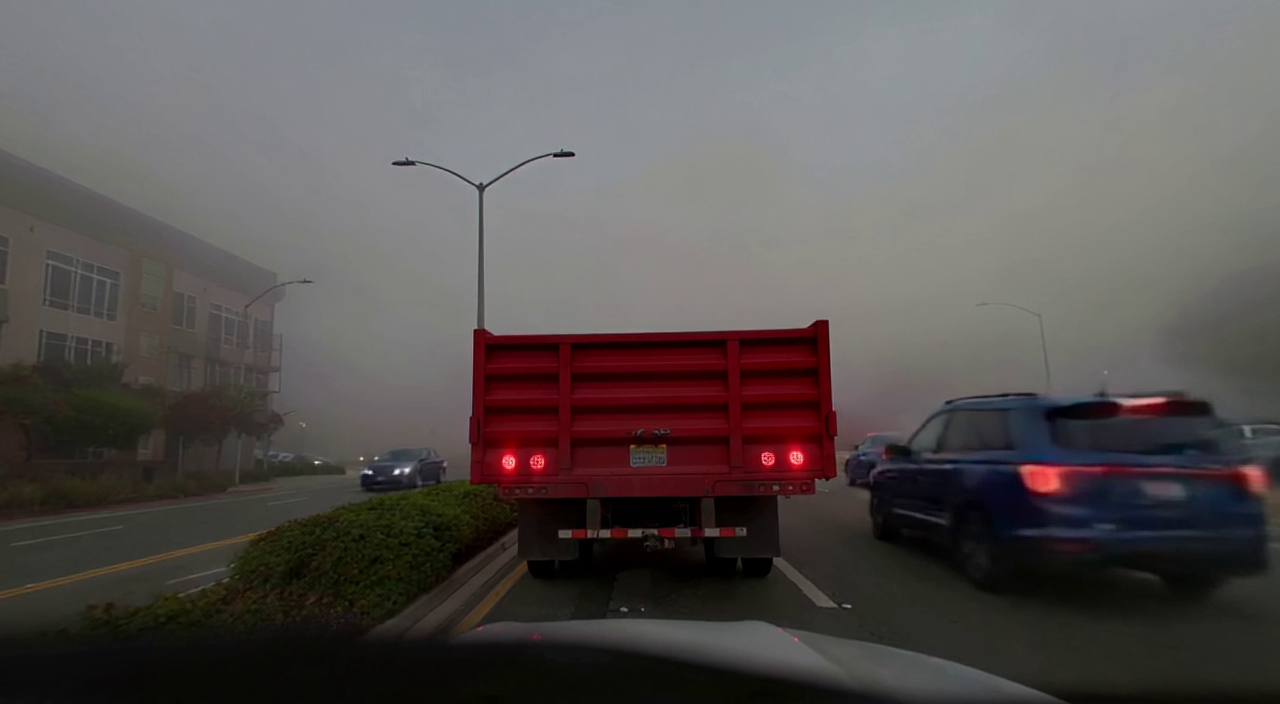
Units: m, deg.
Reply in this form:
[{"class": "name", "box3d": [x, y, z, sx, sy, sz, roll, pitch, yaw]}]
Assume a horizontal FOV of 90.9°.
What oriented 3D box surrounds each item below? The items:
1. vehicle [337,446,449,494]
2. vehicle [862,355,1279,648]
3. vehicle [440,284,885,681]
[{"class": "vehicle", "box3d": [-8.411, 4.030, 22.016, 2.006, 1.479, 4.643, -1, -8, 1]}, {"class": "vehicle", "box3d": [4.216, 1.299, 6.509, 2.066, 1.910, 4.606, 0, -8, -1]}, {"class": "vehicle", "box3d": [0.260, 1.272, 7.394, 2.650, 2.391, 7.008, -1, -8, 2]}]
